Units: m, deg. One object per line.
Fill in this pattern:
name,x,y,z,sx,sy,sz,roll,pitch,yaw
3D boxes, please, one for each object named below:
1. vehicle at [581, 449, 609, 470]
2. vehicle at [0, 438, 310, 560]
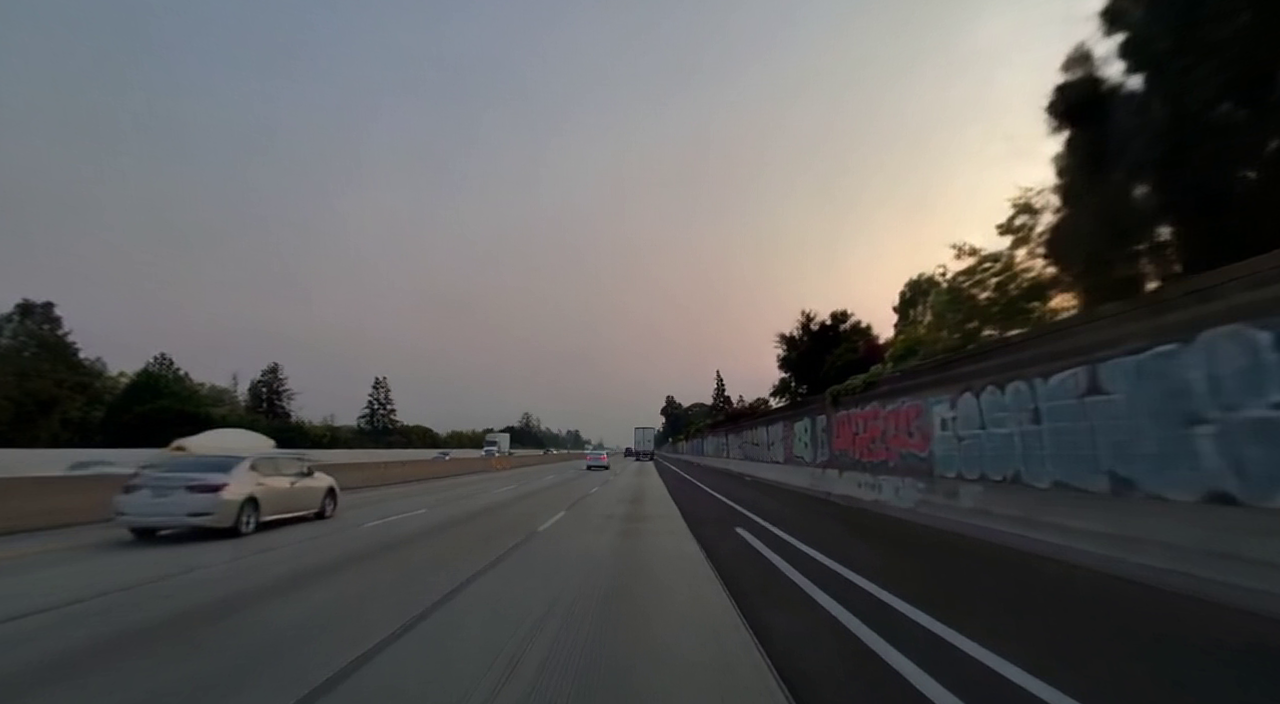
vehicle,-3.330,8.137,47.767,1.803,1.466,4.509,0,-9,0
vehicle,-6.613,2.000,9.095,2.027,1.431,3.033,0,-9,0
